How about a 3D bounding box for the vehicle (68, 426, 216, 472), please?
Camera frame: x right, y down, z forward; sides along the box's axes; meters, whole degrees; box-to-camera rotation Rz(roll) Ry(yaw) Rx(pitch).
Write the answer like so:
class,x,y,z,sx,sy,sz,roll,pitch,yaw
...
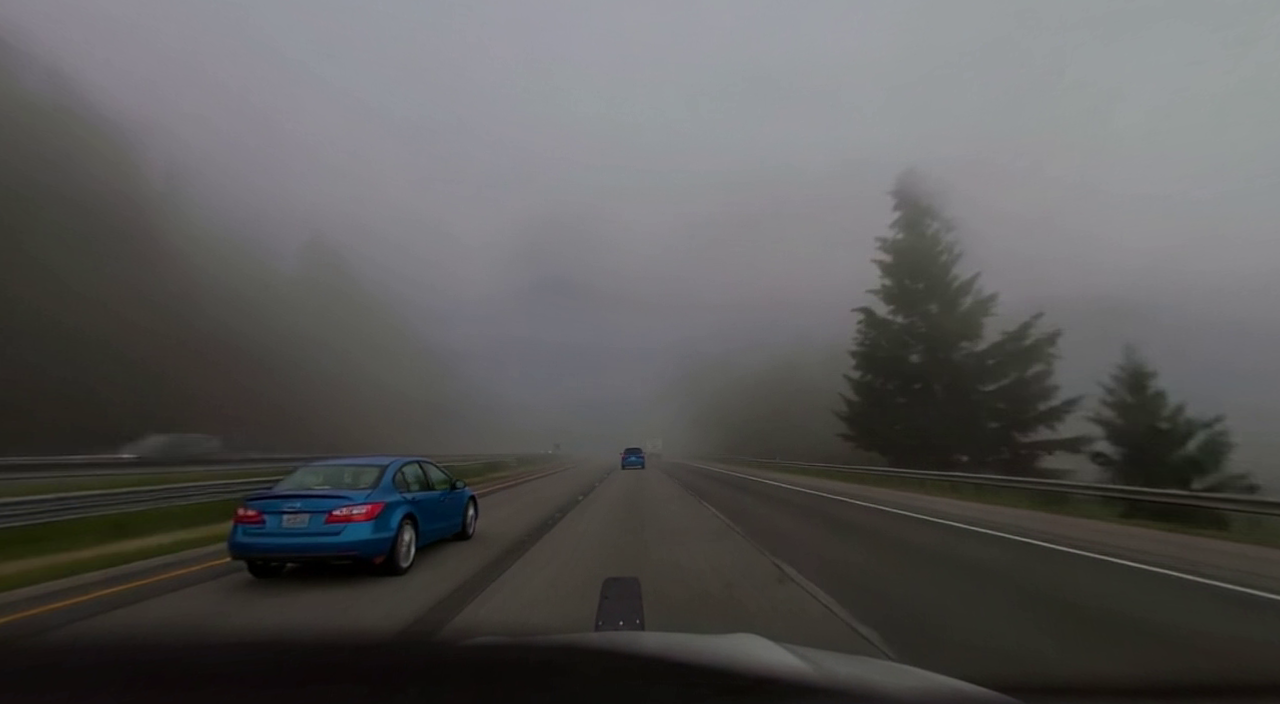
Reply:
class,x,y,z,sx,sy,sz,roll,pitch,yaw
vehicle,-18.915,3.733,24.302,1.945,1.560,4.573,0,-9,0
